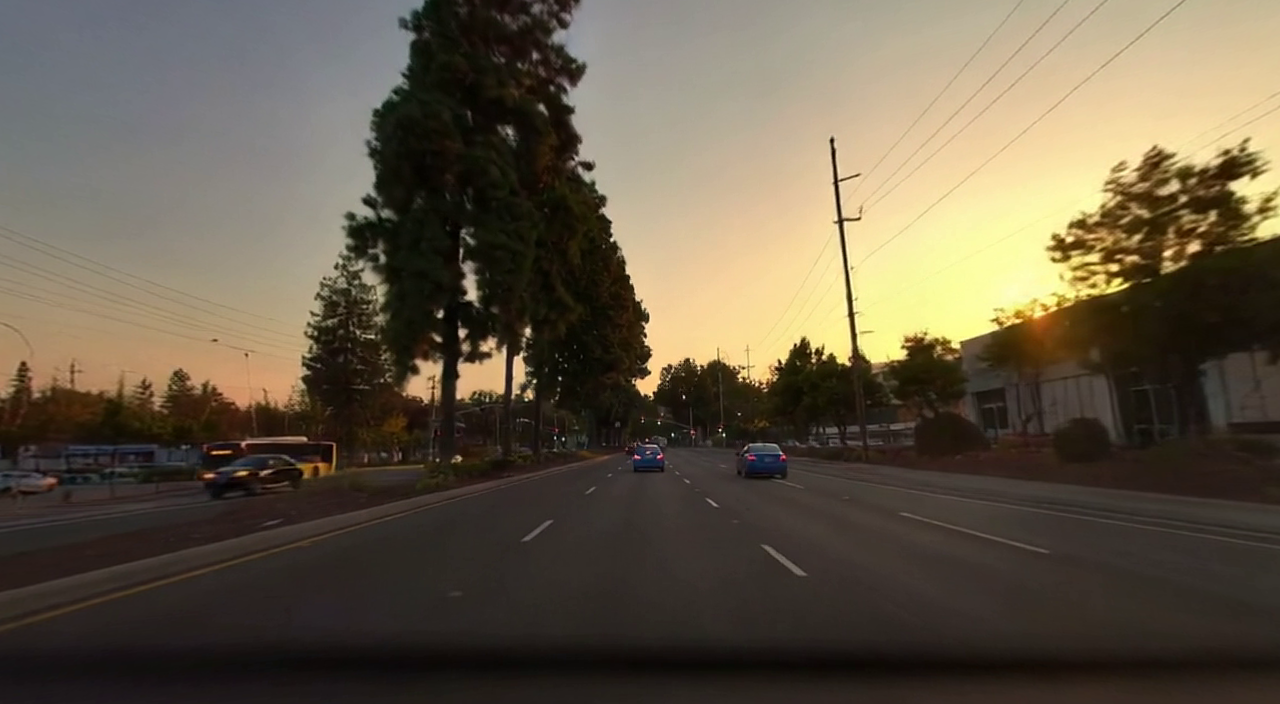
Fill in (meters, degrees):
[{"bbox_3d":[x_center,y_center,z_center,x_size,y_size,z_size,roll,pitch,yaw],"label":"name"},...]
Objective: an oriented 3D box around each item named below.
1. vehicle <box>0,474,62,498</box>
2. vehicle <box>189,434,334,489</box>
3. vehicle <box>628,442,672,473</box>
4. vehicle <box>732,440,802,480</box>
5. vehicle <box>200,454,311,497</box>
[{"bbox_3d":[-41.321,8.942,42.152,1.641,1.376,3.792,-1,-9,2],"label":"vehicle"},{"bbox_3d":[-28.773,8.370,48.908,3.375,3.684,11.176,-1,-9,6],"label":"vehicle"},{"bbox_3d":[0.477,5.507,33.131,2.144,1.505,4.128,0,-8,0],"label":"vehicle"},{"bbox_3d":[5.167,4.455,26.256,2.067,1.497,4.327,0,-8,1],"label":"vehicle"},{"bbox_3d":[-17.617,5.653,29.248,1.984,1.698,4.885,-1,-8,1],"label":"vehicle"}]
